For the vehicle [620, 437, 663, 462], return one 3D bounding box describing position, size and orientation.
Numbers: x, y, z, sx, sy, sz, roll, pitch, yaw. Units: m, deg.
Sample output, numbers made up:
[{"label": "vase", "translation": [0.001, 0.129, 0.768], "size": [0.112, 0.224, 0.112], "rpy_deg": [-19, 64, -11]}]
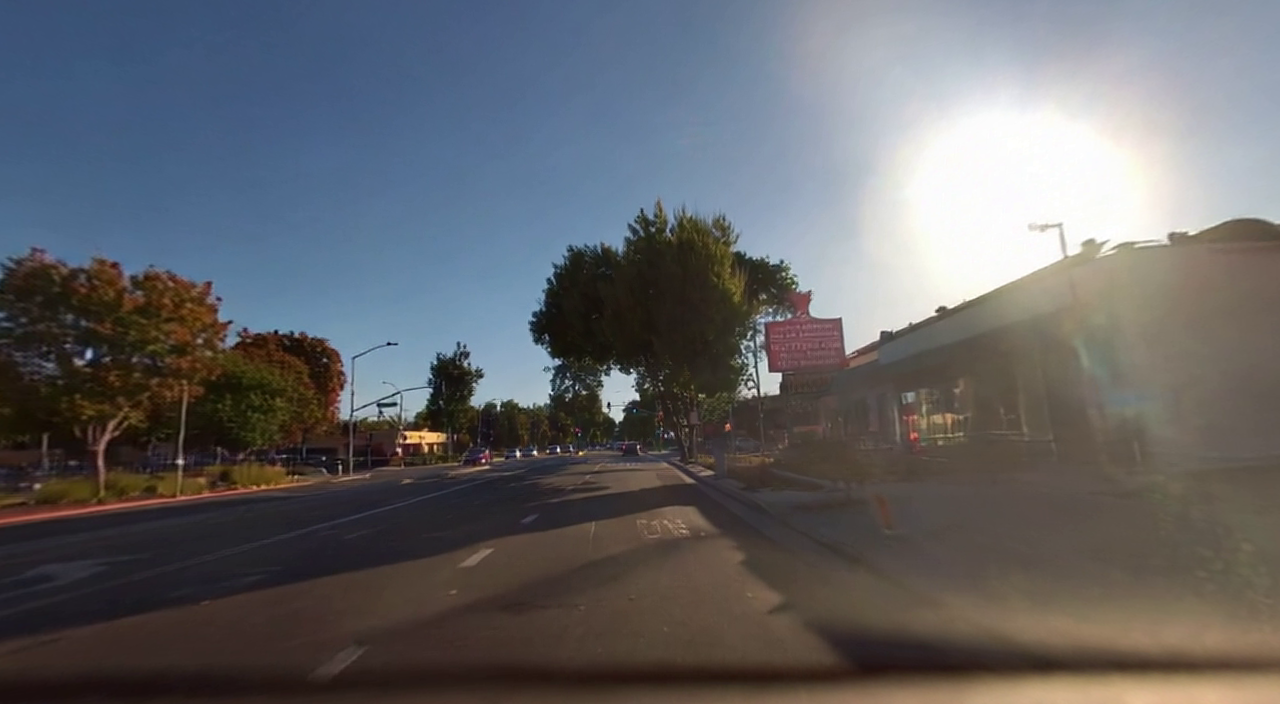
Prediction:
[{"label": "vehicle", "translation": [0.152, 6.747, 43.719], "size": [2.191, 1.607, 4.361], "rpy_deg": [-1, -9, 11]}]
